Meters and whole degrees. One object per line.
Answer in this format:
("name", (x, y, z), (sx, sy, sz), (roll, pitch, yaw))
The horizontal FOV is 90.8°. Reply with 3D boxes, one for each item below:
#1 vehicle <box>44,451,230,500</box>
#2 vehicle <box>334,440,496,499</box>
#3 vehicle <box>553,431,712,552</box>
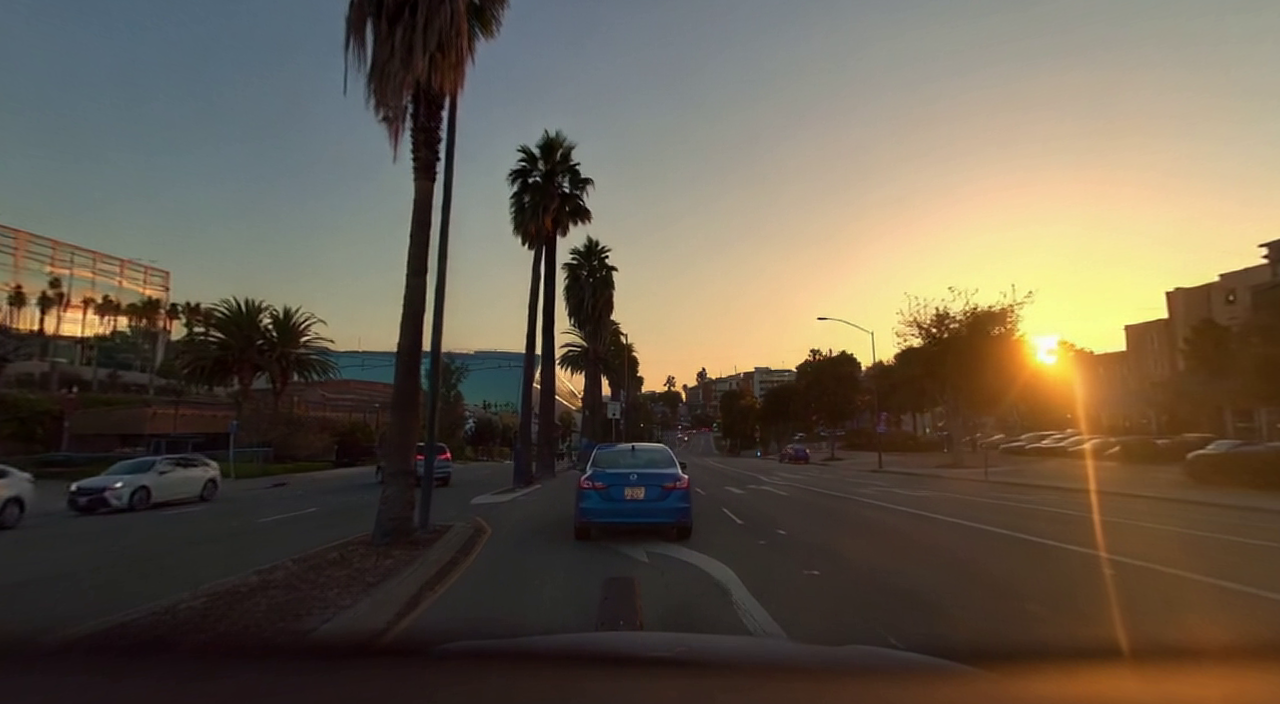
("vehicle", (-16.667, 4.076, 21.092), (4.585, 1.479, 2.088), (-1, -9, 5))
("vehicle", (-6.671, 3.410, 18.708), (4.457, 1.552, 2.095), (-5, -10, 31))
("vehicle", (-0.288, 2.057, 10.106), (1.986, 1.473, 4.382), (1, -9, -5))
